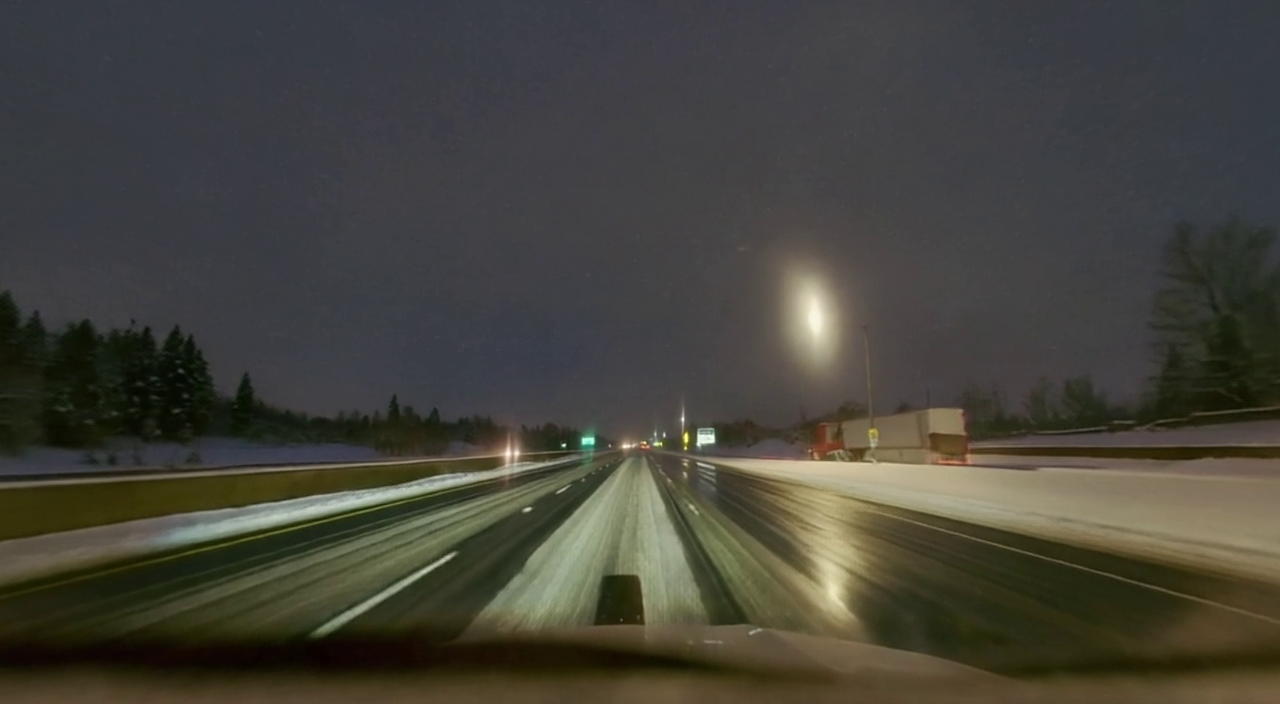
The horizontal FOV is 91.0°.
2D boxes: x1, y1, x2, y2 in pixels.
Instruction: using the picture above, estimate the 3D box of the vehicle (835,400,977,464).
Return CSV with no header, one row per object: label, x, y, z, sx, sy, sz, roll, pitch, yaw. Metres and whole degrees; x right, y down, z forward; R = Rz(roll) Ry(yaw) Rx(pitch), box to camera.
vehicle,20.128,6.519,49.743,2.939,4.193,15.754,1,-9,-6
